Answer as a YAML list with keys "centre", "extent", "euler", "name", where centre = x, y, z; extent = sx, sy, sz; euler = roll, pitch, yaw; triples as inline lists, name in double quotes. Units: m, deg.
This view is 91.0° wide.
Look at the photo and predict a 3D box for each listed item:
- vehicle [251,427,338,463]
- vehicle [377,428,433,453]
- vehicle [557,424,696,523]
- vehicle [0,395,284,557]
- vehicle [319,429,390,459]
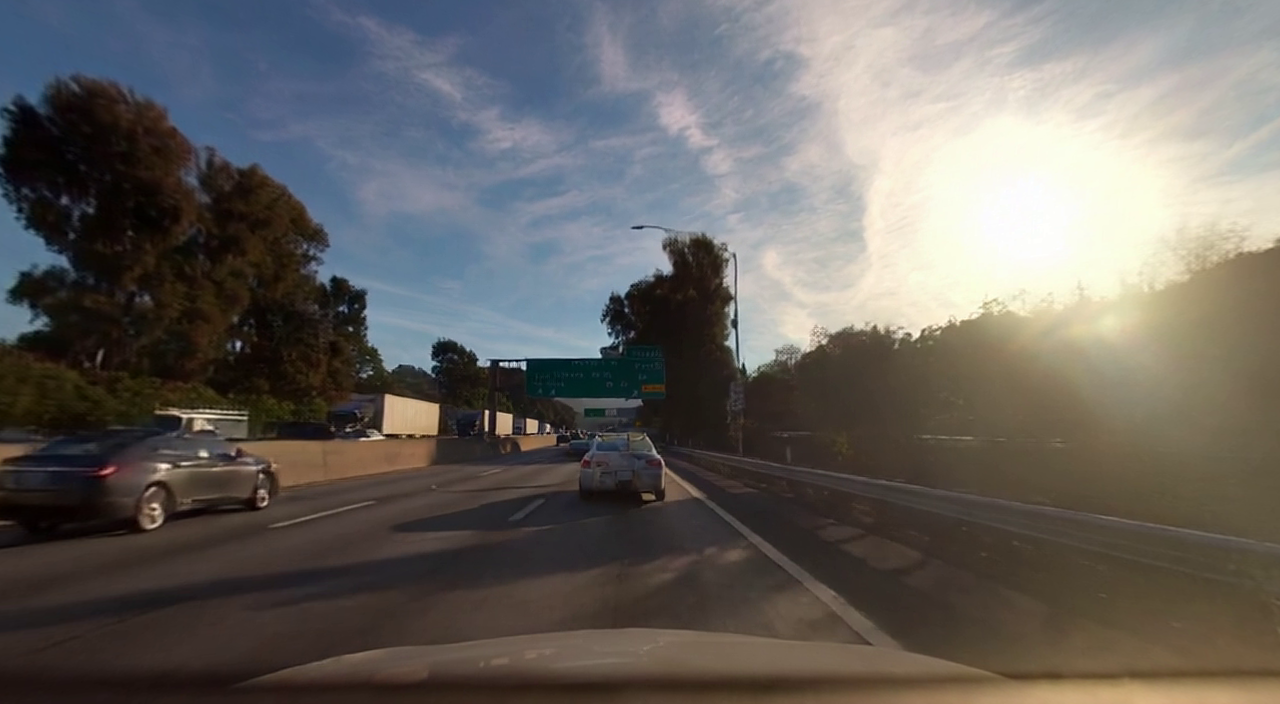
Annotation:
- centre: [-15.155, 4.090, 27.804]
  extent: [1.773, 1.481, 3.722]
  euler: [0, -8, -1]
  name: "vehicle"
- centre: [-15.346, 5.833, 41.305]
  extent: [2.004, 1.551, 4.231]
  euler: [0, -8, -1]
  name: "vehicle"
- centre: [-0.229, 2.181, 11.929]
  extent: [2.127, 1.497, 4.445]
  euler: [0, -8, 0]
  name: "vehicle"
- centre: [-7.400, 1.588, 8.738]
  extent: [2.325, 1.663, 4.426]
  euler: [0, -8, -1]
  name: "vehicle"
- centre: [-15.261, 4.939, 33.893]
  extent: [1.865, 1.476, 4.348]
  euler: [0, -8, -1]
  name: "vehicle"
